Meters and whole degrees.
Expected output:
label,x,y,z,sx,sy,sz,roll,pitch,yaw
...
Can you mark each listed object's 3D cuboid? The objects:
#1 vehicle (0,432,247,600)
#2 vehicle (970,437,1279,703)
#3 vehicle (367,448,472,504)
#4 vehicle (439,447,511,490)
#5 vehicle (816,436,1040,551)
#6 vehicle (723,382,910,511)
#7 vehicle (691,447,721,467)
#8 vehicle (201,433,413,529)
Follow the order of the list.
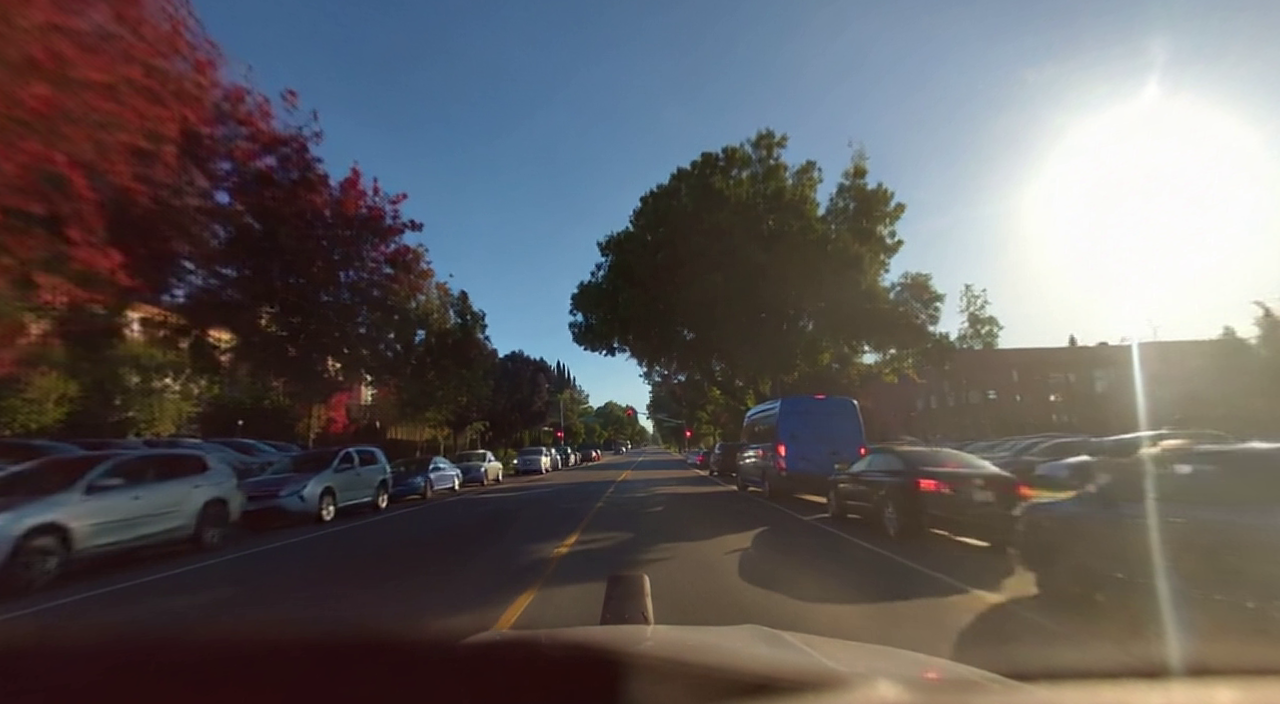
label,x,y,z,sx,sy,sz,roll,pitch,yaw
vehicle,-7.111,1.829,7.737,1.874,1.607,4.174,-1,-8,0
vehicle,4.352,1.281,4.066,1.762,1.444,4.906,0,-8,0
vehicle,-6.904,3.885,20.251,1.718,1.435,4.370,-3,-8,2
vehicle,-6.695,4.739,25.976,1.832,1.439,4.337,-2,-7,-1
vehicle,4.426,2.192,10.536,1.764,1.494,4.248,0,-8,1
vehicle,4.441,2.627,17.732,3.089,2.882,6.770,0,-9,-1
vehicle,4.978,7.929,47.871,1.849,1.415,4.181,0,-8,1
vehicle,-7.049,2.741,14.138,1.984,1.745,4.866,-1,-8,2
